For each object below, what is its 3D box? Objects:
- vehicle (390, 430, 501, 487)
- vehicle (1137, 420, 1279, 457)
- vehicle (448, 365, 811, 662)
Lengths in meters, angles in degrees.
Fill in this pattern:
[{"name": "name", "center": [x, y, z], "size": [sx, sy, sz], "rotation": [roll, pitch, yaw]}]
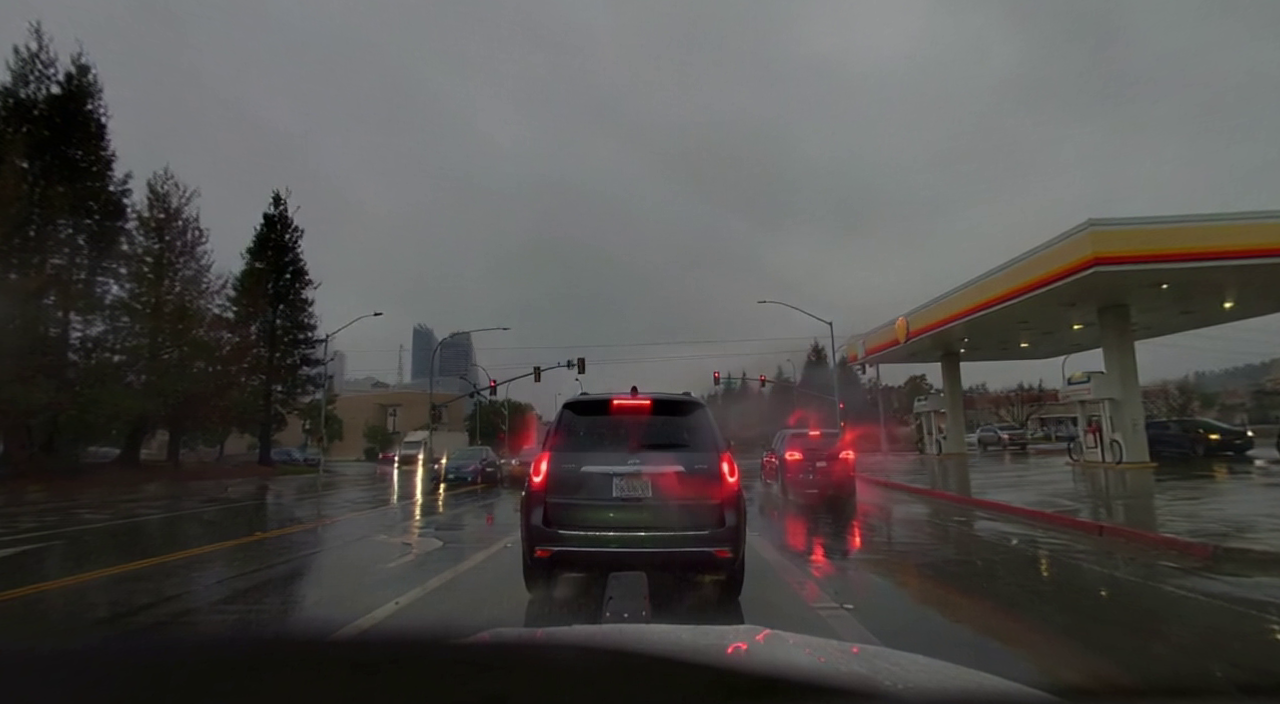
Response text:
[{"name": "vehicle", "center": [-6.650, 3.707, 22.186], "size": [2.065, 1.753, 4.525], "rotation": [-1, -9, 6]}, {"name": "vehicle", "center": [25.956, 3.969, 28.789], "size": [4.551, 1.616, 1.973], "rotation": [-2, -9, 11]}, {"name": "vehicle", "center": [0.014, 1.316, 6.131], "size": [2.236, 1.819, 4.291], "rotation": [-1, -9, 2]}]
